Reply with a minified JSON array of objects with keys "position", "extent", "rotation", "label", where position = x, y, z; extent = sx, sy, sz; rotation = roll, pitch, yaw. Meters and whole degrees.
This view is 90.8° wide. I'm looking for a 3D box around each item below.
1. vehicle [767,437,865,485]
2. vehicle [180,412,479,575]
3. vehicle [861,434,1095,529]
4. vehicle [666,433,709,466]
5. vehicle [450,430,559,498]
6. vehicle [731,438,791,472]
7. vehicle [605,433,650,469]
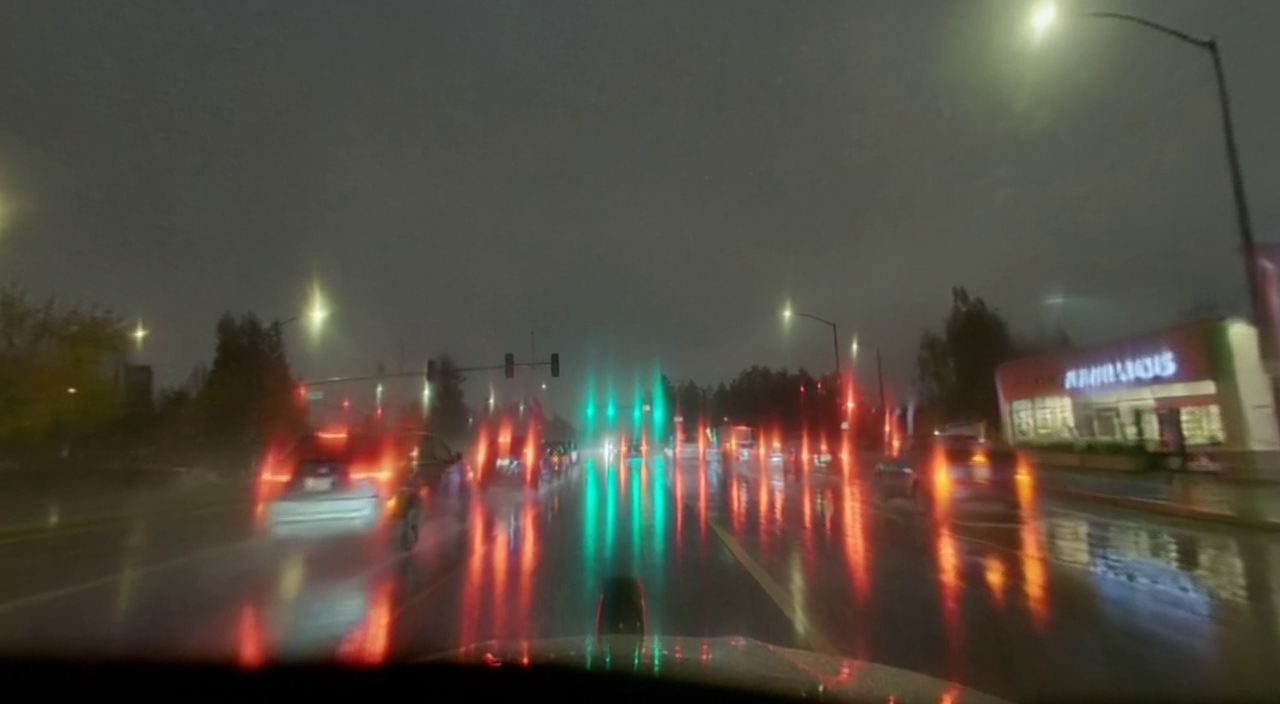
[{"position":[5.972,3.744,22.054],"extent":[1.969,1.502,4.663],"rotation":[0,-8,-1],"label":"vehicle"},{"position":[-3.651,1.725,8.423],"extent":[1.934,1.624,3.964],"rotation":[0,-8,0],"label":"vehicle"},{"position":[6.070,2.358,12.154],"extent":[2.017,1.453,4.497],"rotation":[0,-8,0],"label":"vehicle"},{"position":[2.679,5.622,36.617],"extent":[2.018,1.779,4.338],"rotation":[0,-8,-2],"label":"vehicle"},{"position":[-3.561,3.031,17.492],"extent":[2.063,1.625,4.290],"rotation":[0,-8,0],"label":"vehicle"},{"position":[5.832,5.009,30.995],"extent":[1.884,1.522,4.557],"rotation":[0,-8,-2],"label":"vehicle"},{"position":[-0.646,5.262,33.659],"extent":[2.261,1.741,4.255],"rotation":[0,-8,-1],"label":"vehicle"}]
